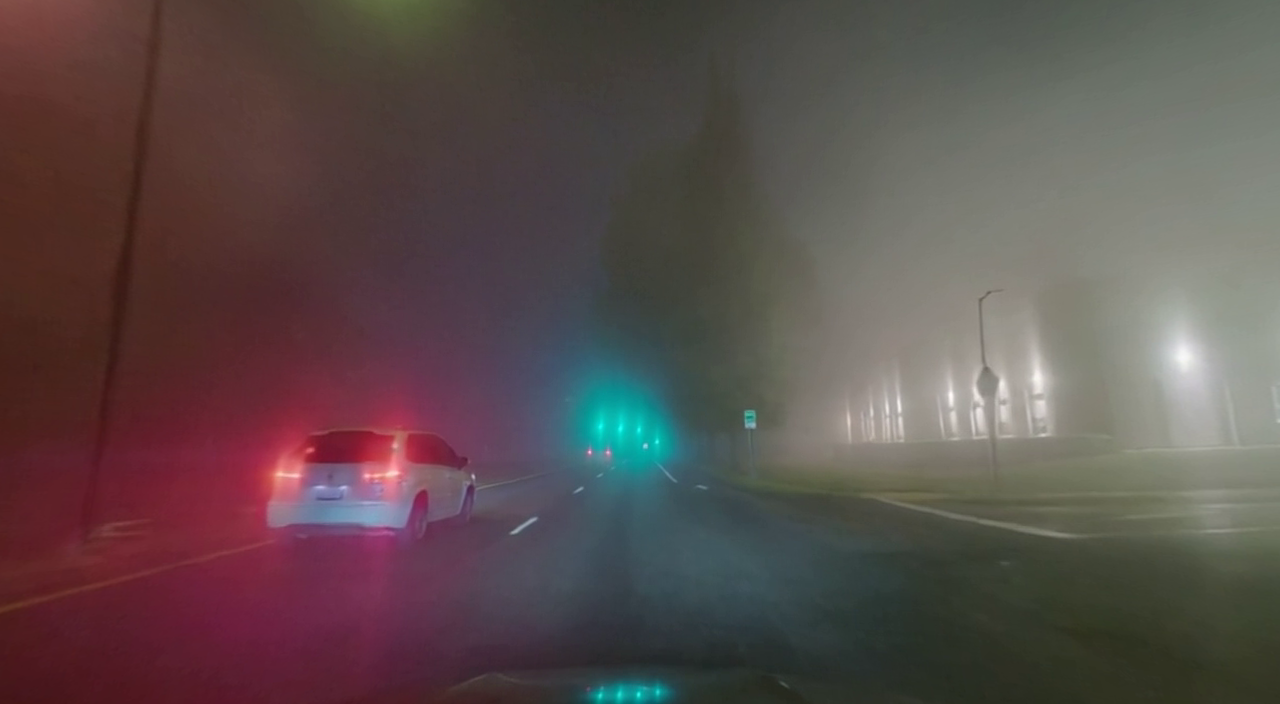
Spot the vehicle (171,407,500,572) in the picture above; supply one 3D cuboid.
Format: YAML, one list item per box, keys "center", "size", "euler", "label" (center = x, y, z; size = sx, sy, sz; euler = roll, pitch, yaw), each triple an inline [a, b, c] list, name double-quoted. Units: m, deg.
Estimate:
- center: [-3.675, 1.769, 8.949]
  size: [2.202, 1.685, 4.772]
  euler: [0, -8, 1]
  label: "vehicle"
